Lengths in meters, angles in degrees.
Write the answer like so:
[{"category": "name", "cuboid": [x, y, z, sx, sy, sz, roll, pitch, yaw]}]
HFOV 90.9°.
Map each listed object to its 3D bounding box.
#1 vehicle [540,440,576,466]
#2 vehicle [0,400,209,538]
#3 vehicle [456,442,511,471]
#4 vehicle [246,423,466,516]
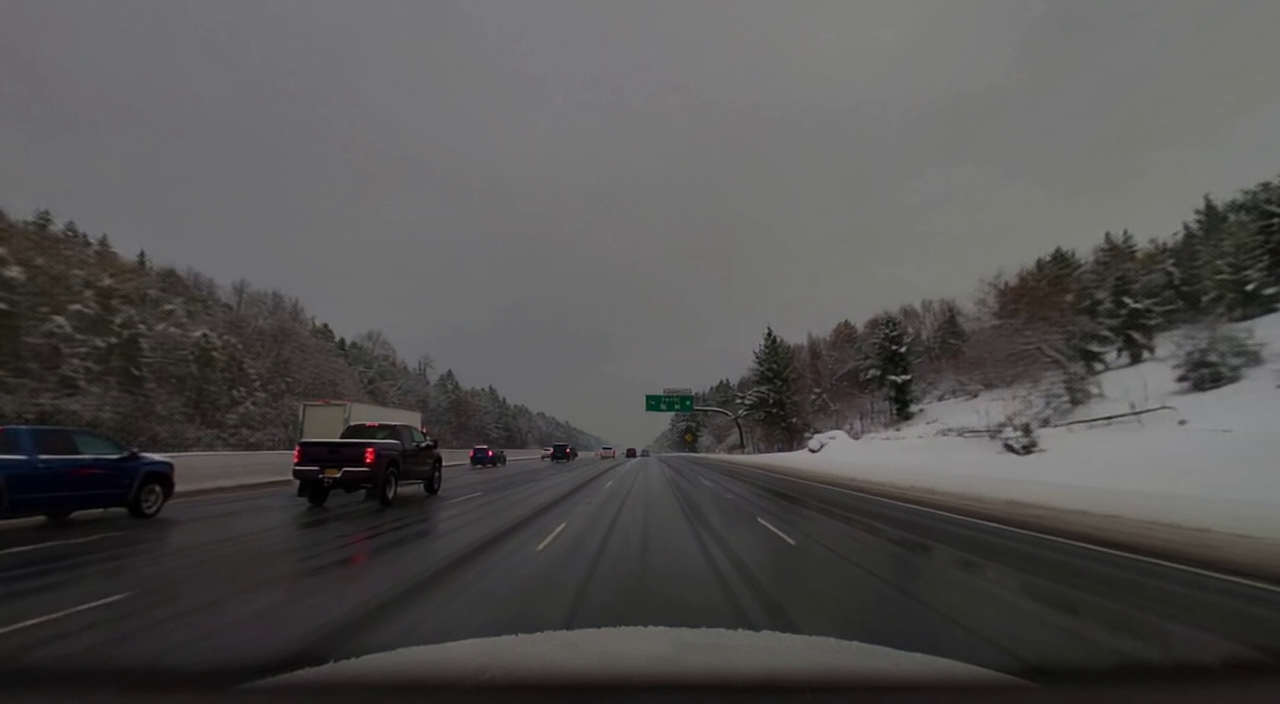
[{"category": "vehicle", "cuboid": [-5.948, 7.339, 46.071, 2.009, 1.735, 4.358, -1, -8, 1]}, {"category": "vehicle", "cuboid": [-10.257, 1.814, 9.965, 2.576, 1.922, 6.067, -1, -8, 0]}, {"category": "vehicle", "cuboid": [-9.516, 6.357, 38.746, 2.060, 1.662, 4.469, -1, -8, 2]}, {"category": "vehicle", "cuboid": [-6.387, 2.726, 15.418, 2.403, 1.773, 6.276, -1, -8, 1]}]
